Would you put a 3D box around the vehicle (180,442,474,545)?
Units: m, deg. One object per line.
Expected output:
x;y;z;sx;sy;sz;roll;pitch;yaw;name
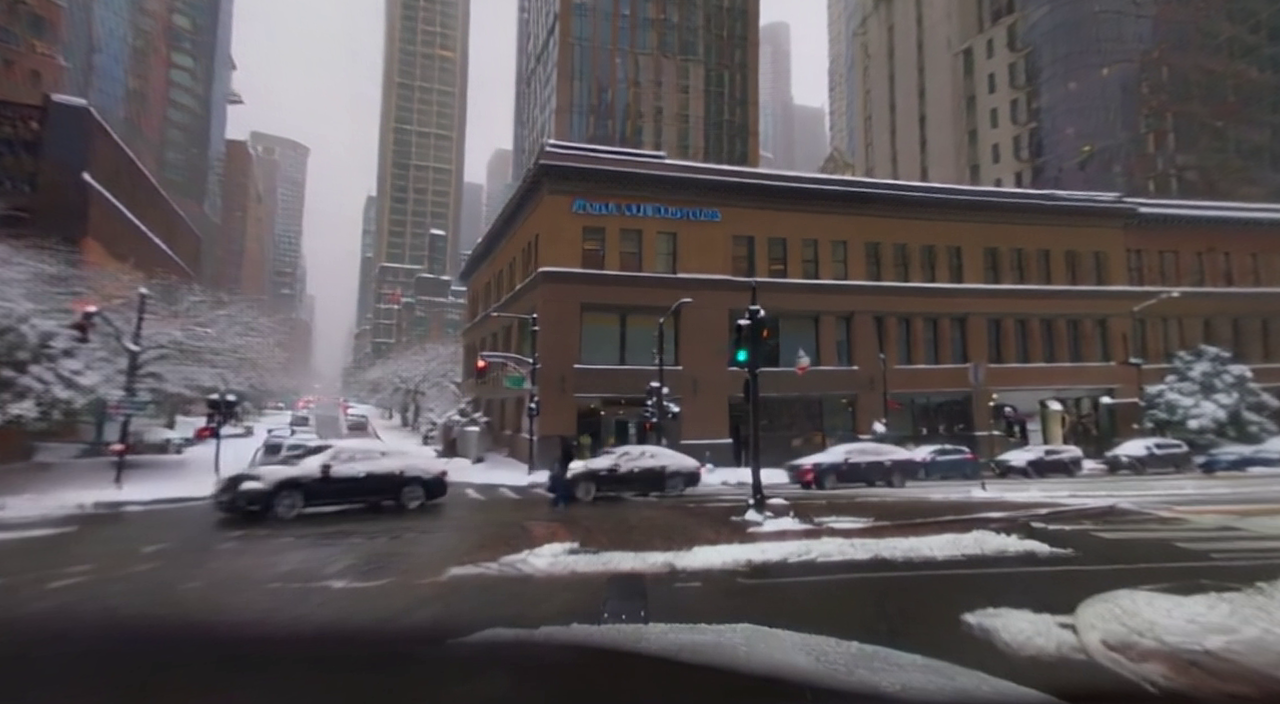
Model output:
-5.293;2.380;11.371;1.818;1.439;4.371;-5;-10;30;vehicle

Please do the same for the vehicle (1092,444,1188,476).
25.667;5.543;32.420;3.522;1.546;1.721;1;-9;-6;vehicle

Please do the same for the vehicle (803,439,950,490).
8.042;3.831;21.658;4.291;1.606;1.859;1;-9;-8;vehicle

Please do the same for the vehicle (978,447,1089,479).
19.638;5.541;31.571;4.418;1.556;1.814;1;-10;-7;vehicle

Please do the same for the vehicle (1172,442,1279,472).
30.563;5.423;32.705;4.494;1.481;1.783;1;-9;-6;vehicle

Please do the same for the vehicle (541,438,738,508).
-0.038;3.083;16.493;4.749;1.624;1.926;3;-9;-19;vehicle
